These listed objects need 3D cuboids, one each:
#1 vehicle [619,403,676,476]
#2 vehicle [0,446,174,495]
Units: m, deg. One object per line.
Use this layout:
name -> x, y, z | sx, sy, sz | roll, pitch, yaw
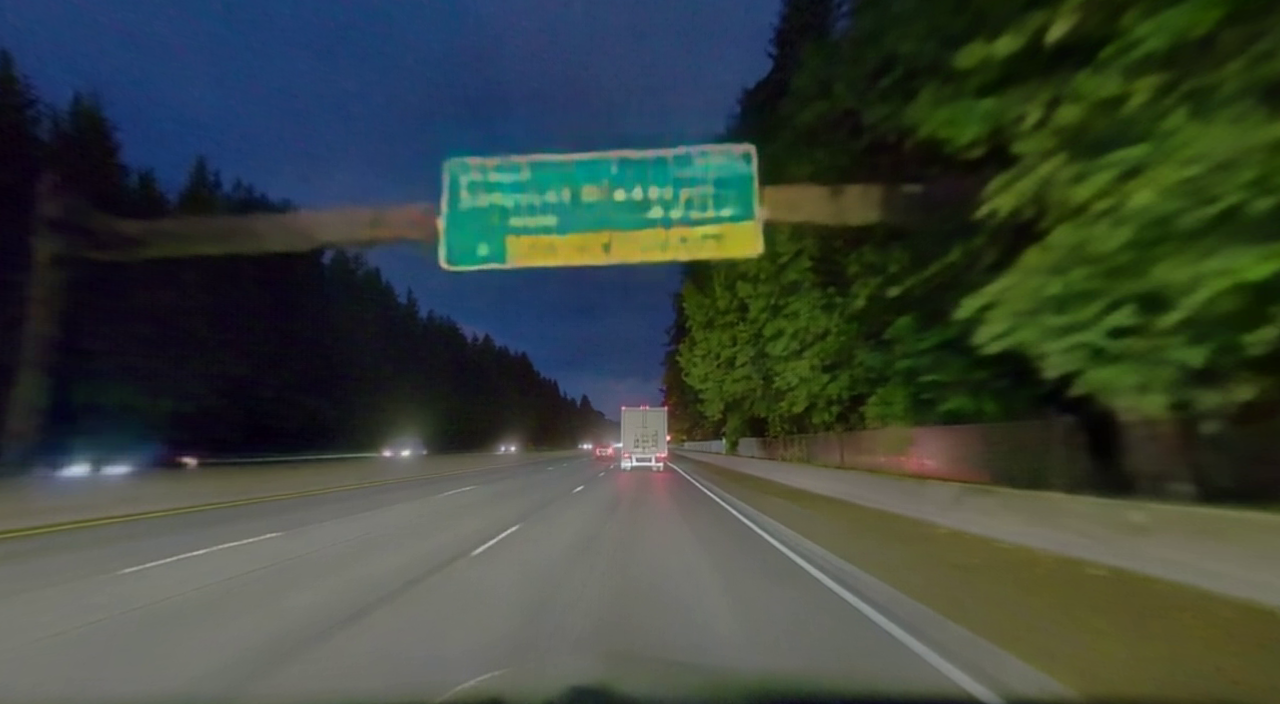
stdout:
vehicle -> 0.231, 5.582, 39.413 | 2.976, 3.800, 12.335 | 0, -9, -1
vehicle -> -18.685, 4.010, 21.658 | 1.851, 1.475, 4.593 | 0, -9, -1
